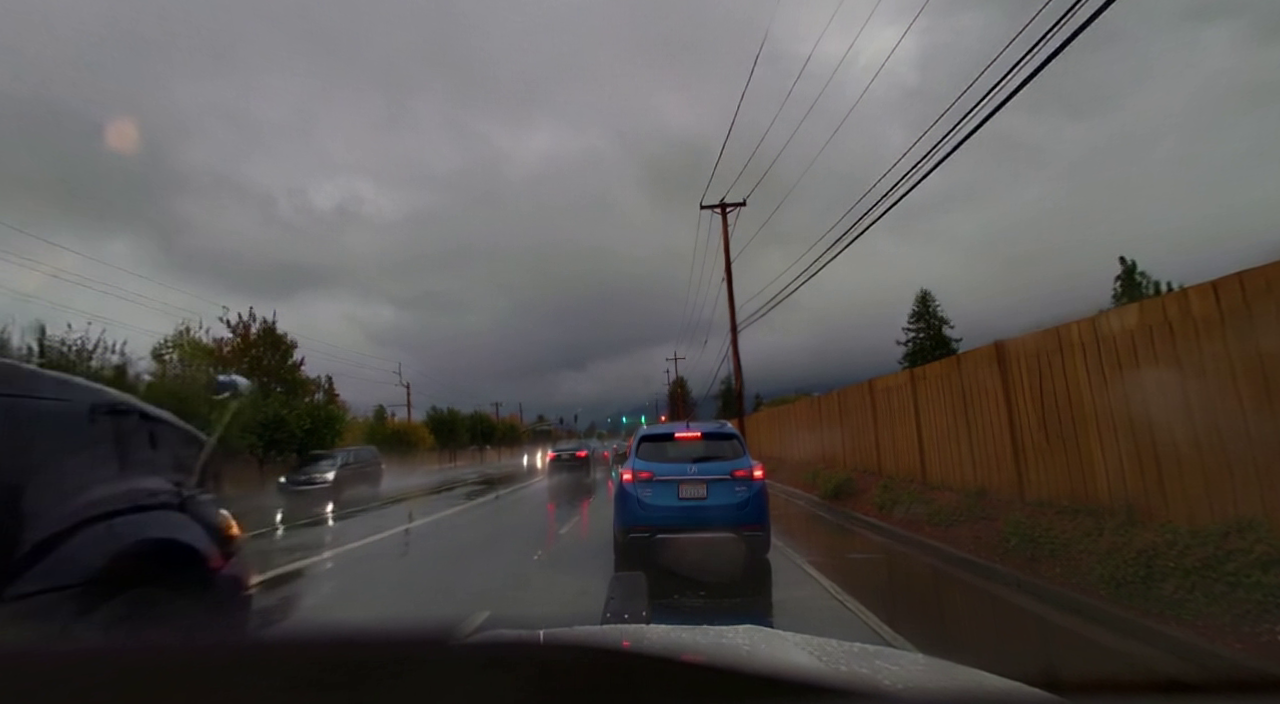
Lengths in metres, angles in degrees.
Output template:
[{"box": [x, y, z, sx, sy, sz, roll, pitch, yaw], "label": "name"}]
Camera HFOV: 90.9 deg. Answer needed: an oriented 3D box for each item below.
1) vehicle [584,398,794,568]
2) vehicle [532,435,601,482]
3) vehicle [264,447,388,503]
[{"box": [0.485, 1.673, 8.692, 2.174, 1.749, 4.113, 0, -9, -1], "label": "vehicle"}, {"box": [-2.718, 4.075, 24.302, 2.037, 1.639, 4.213, 0, -9, 2], "label": "vehicle"}, {"box": [-11.820, 4.623, 24.256, 2.187, 1.863, 5.152, -1, -9, -1], "label": "vehicle"}]
